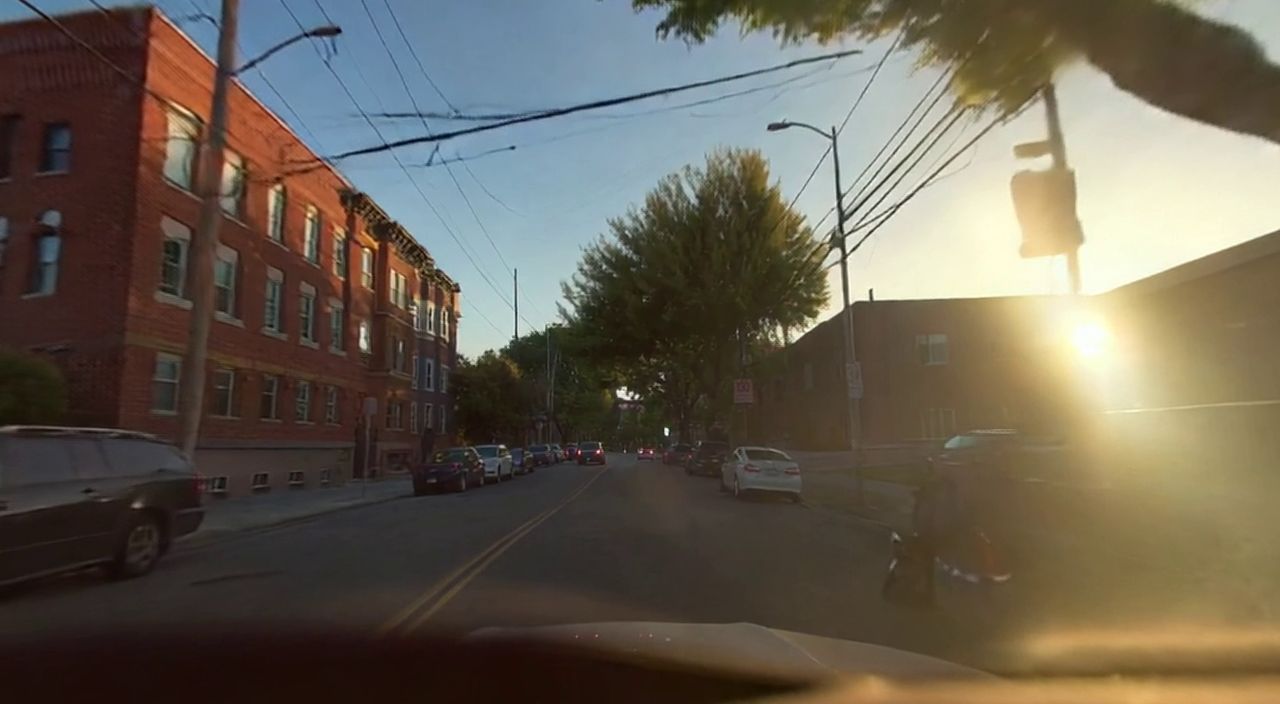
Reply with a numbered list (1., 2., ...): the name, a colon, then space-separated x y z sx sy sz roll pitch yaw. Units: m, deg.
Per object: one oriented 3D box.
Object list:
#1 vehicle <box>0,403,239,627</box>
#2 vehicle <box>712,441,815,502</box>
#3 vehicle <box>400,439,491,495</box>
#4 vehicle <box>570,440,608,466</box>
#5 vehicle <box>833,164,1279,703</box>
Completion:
1. vehicle: -6.638 1.452 5.728 2.259 1.899 5.643 0 -8 0
2. vehicle: 3.274 3.263 17.711 1.885 1.464 4.466 0 -8 -1
3. vehicle: -6.833 4.060 22.803 1.930 1.756 4.955 0 -8 -3
4. vehicle: -3.771 7.556 47.610 2.236 1.834 4.743 -1 -8 3
5. vehicle: 3.161 0.766 3.300 2.480 2.230 5.704 0 -8 0
